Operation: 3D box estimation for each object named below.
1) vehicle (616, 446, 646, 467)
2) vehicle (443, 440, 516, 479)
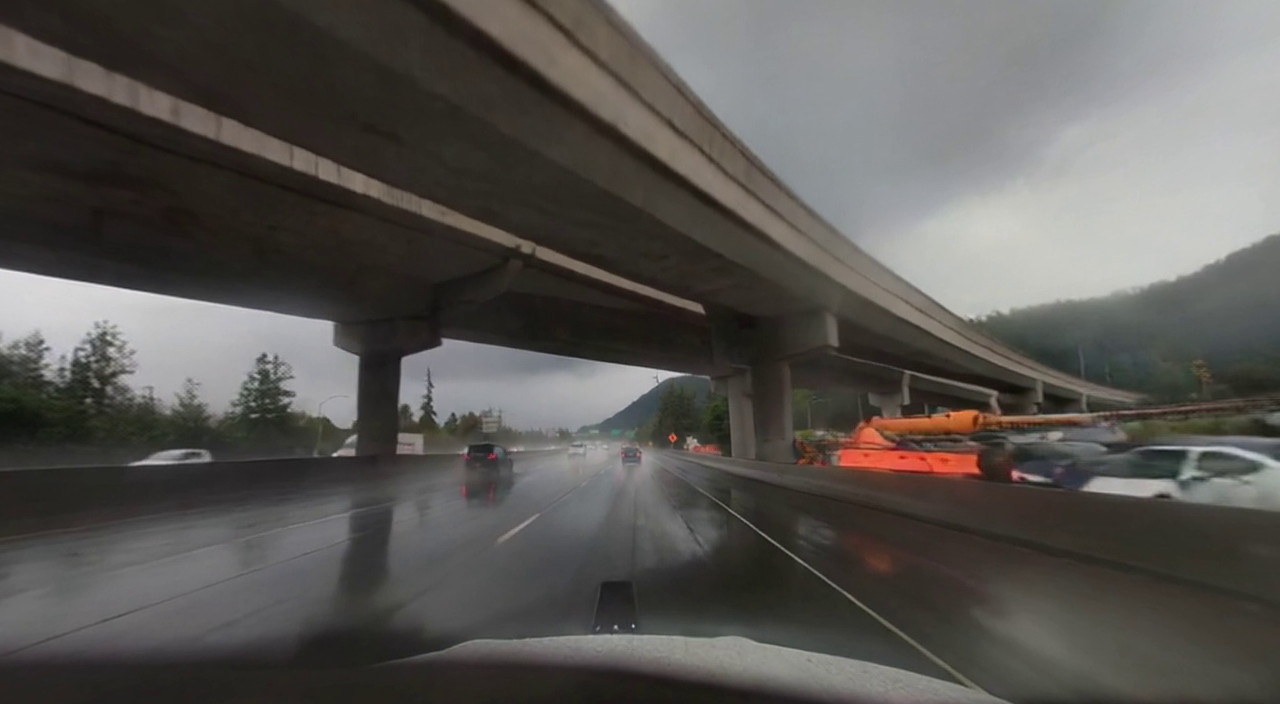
[{"bbox_3d":[-0.629,7.494,45.513,2.051,1.459,4.092,0,-9,0],"label":"vehicle"},{"bbox_3d":[-7.116,4.807,28.472,2.128,1.604,4.279,0,-9,0],"label":"vehicle"}]
